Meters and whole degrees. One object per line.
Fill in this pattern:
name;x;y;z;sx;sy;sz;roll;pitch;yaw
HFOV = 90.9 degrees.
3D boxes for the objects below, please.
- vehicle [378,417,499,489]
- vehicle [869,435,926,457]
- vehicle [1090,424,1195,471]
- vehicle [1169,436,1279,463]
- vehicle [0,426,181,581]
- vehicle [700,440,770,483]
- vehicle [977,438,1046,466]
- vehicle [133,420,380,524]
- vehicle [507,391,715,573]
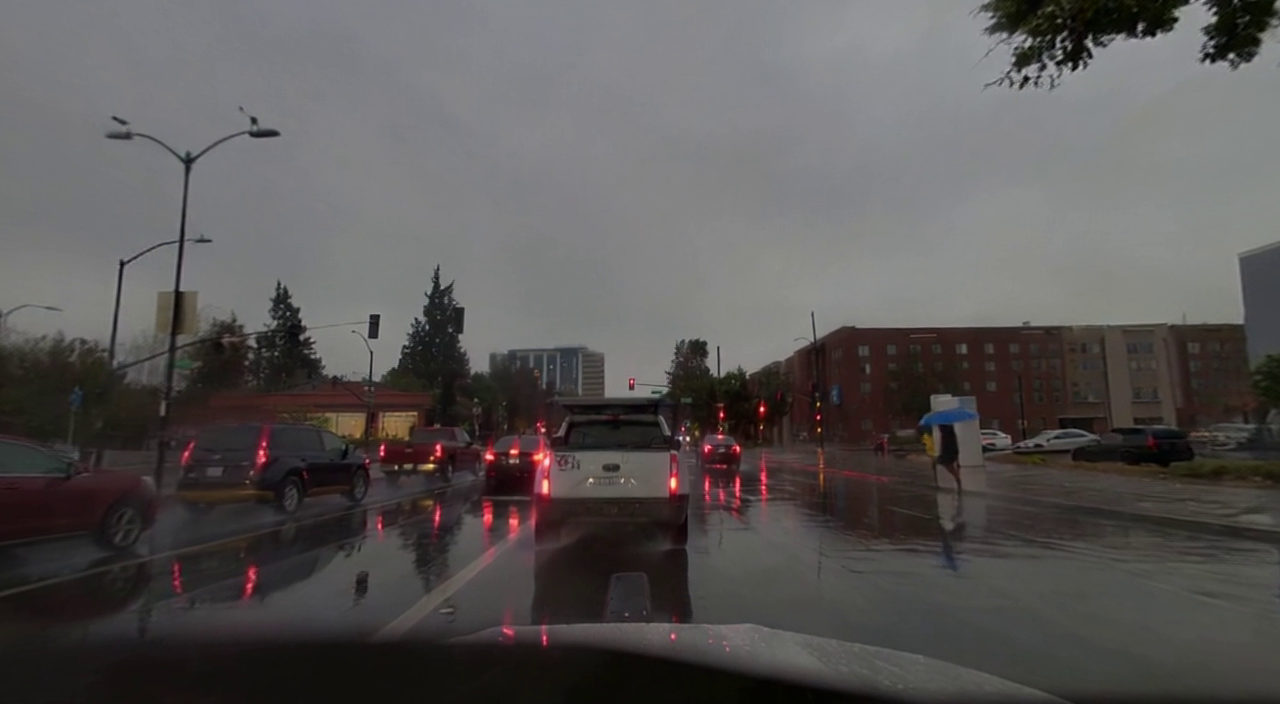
vehicle;-6.465;3.305;20.869;2.496;2.112;4.351;0;-8;1
vehicle;20.155;7.324;49.235;4.361;1.653;2.034;6;-10;-36
vehicle;19.302;3.649;24.185;4.156;1.622;1.924;6;-10;-35
vehicle;29.697;4.921;31.895;4.176;1.313;1.719;0;-9;2
vehicle;-6.963;1.448;6.048;1.831;1.451;4.382;0;-8;-1
vehicle;3.461;4.061;23.729;2.023;1.441;4.240;0;-8;1
vehicle;20.153;5.390;34.152;3.836;1.443;1.694;6;-10;-35
vehicle;-7.148;2.278;12.480;1.941;1.655;4.503;0;-8;1
vehicle;-0.290;1.619;8.525;2.064;1.817;4.298;0;-8;0
